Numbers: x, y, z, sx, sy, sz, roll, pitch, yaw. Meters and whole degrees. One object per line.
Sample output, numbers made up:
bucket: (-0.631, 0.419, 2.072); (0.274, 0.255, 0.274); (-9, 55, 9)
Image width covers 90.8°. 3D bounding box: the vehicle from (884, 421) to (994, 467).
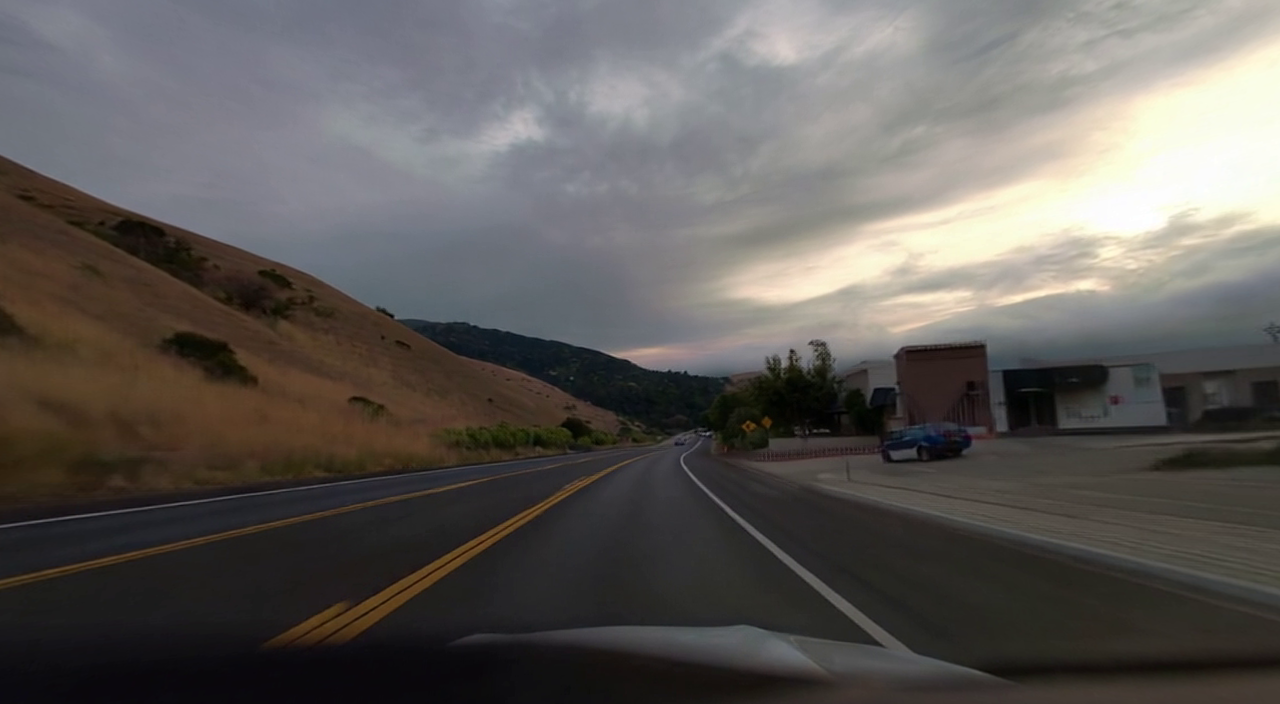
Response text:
vehicle: (13.791, 4.395, 29.601); (2.352, 1.872, 5.103); (-1, -10, -3)
